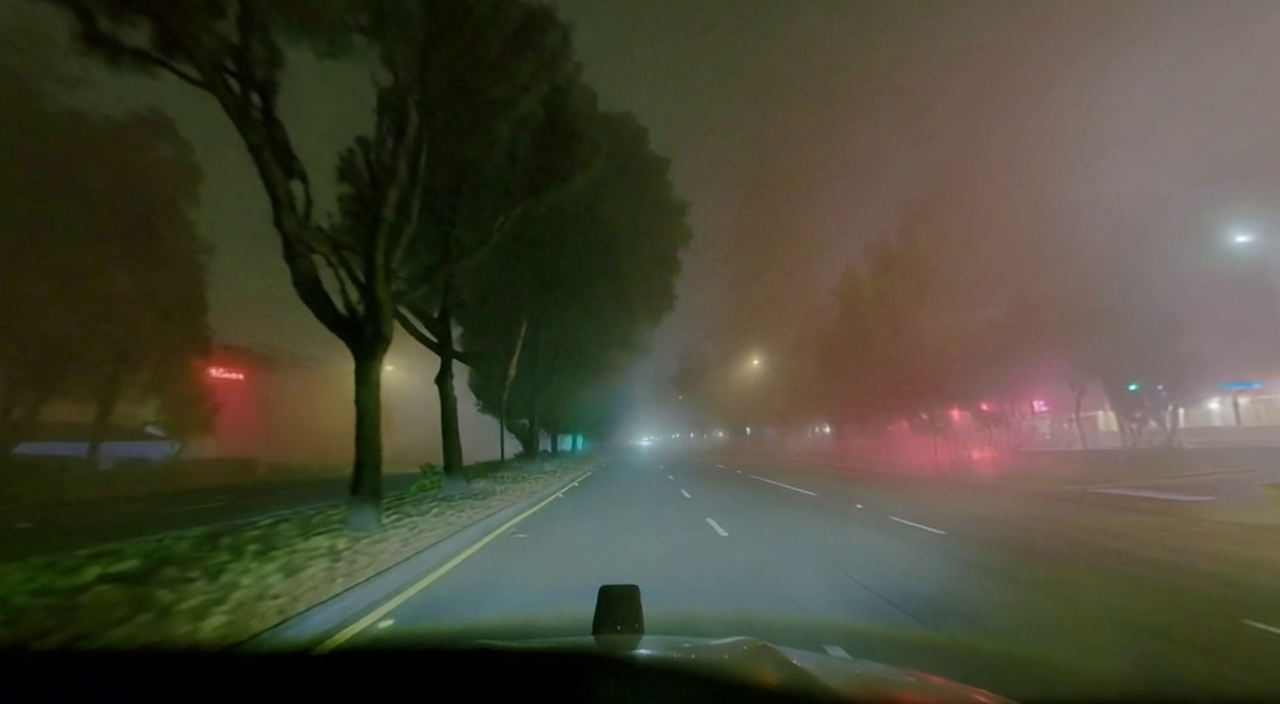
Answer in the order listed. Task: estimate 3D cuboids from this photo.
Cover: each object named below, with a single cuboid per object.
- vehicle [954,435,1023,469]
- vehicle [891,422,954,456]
[{"bbox_3d":[16.402,4.676,29.618,1.930,1.449,4.473,-7,-11,39],"label":"vehicle"},{"bbox_3d":[22.076,6.854,49.692,2.287,2.462,5.901,0,-8,1],"label":"vehicle"}]
